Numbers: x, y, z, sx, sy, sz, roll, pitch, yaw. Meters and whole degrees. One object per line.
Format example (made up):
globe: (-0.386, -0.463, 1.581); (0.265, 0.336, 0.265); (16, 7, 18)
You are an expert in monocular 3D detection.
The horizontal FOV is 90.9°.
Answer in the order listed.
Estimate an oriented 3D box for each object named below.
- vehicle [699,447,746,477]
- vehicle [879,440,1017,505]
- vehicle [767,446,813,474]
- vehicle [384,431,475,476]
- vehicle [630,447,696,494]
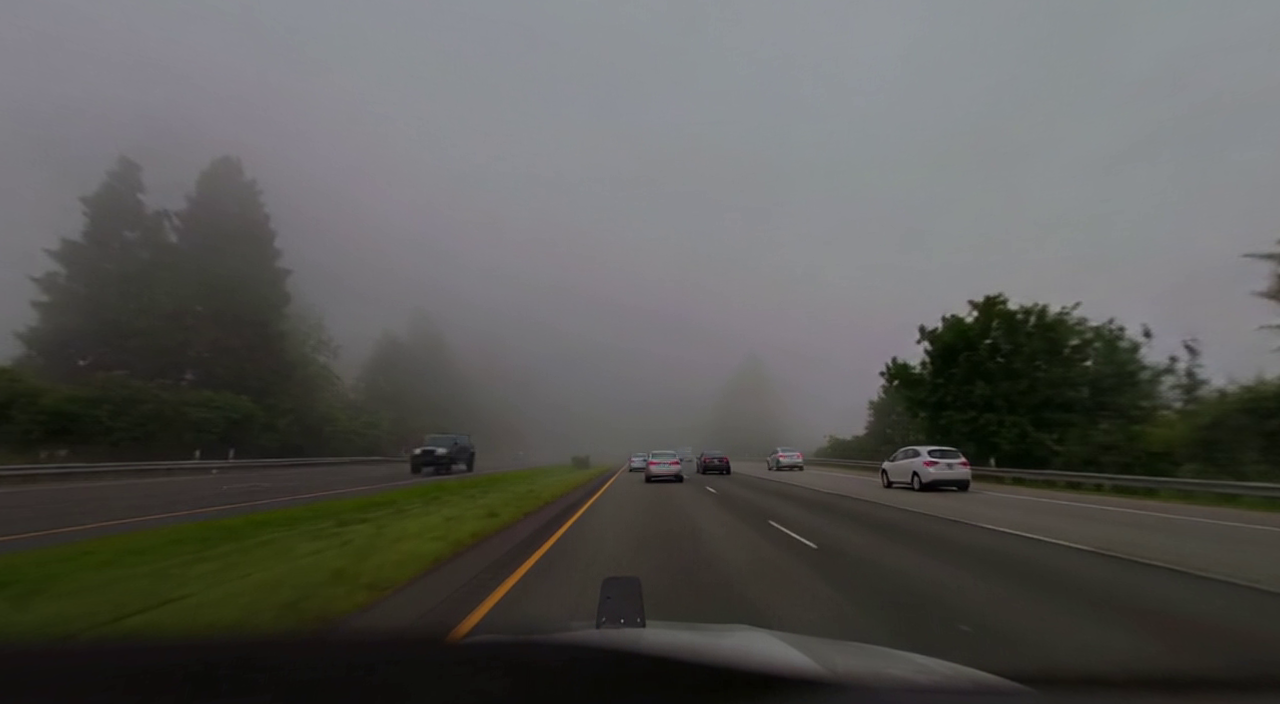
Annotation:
vehicle: (4.469, 6.023, 34.748); (1.981, 1.518, 4.029); (0, -9, 0)
vehicle: (8.261, 3.249, 17.336); (1.847, 1.554, 3.752); (0, -9, -1)
vehicle: (9.264, 6.696, 39.238); (1.957, 1.594, 3.632); (0, -9, 0)
vehicle: (-8.470, 4.145, 25.863); (2.039, 1.648, 4.621); (-1, -9, 1)
vehicle: (0.722, 3.971, 21.378); (2.020, 1.426, 3.702); (0, -9, 0)
